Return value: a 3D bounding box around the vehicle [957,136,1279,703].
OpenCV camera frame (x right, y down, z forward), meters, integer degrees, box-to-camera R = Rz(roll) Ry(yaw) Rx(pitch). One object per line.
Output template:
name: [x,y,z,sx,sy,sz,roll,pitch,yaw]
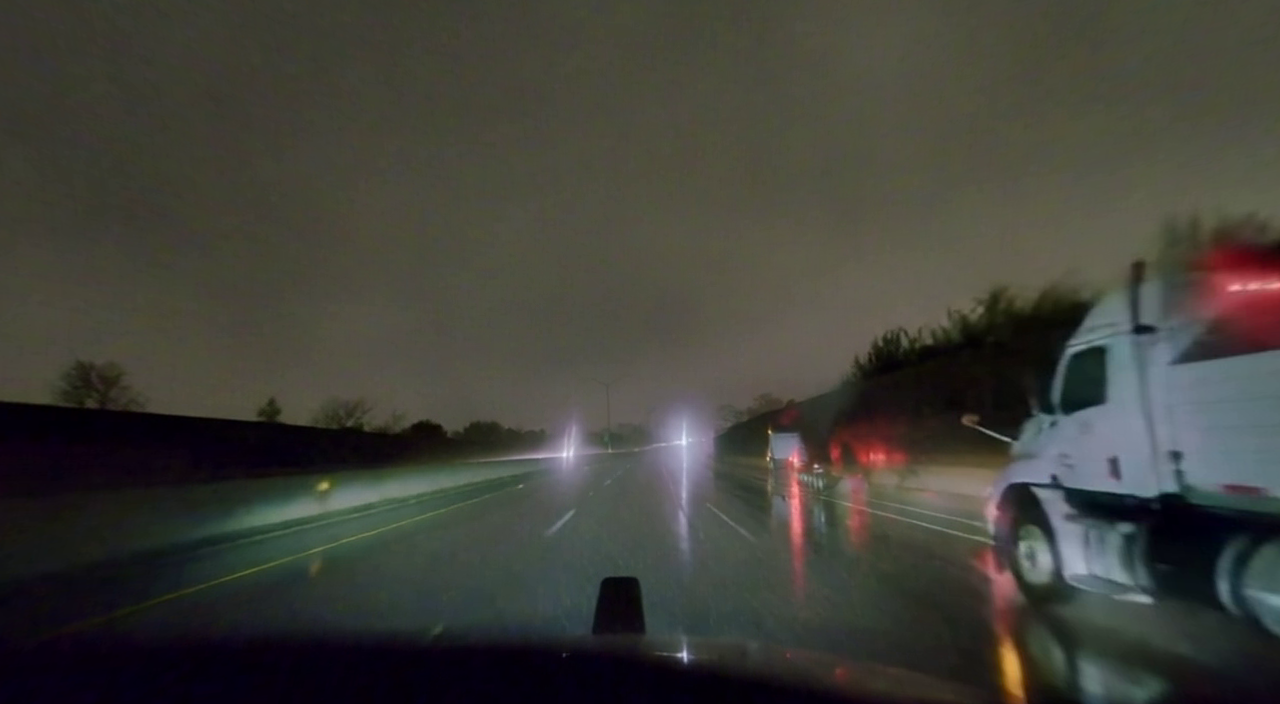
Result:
vehicle: [4.152,0.205,1.717,2.436,2.701,7.451,0,-9,-2]
